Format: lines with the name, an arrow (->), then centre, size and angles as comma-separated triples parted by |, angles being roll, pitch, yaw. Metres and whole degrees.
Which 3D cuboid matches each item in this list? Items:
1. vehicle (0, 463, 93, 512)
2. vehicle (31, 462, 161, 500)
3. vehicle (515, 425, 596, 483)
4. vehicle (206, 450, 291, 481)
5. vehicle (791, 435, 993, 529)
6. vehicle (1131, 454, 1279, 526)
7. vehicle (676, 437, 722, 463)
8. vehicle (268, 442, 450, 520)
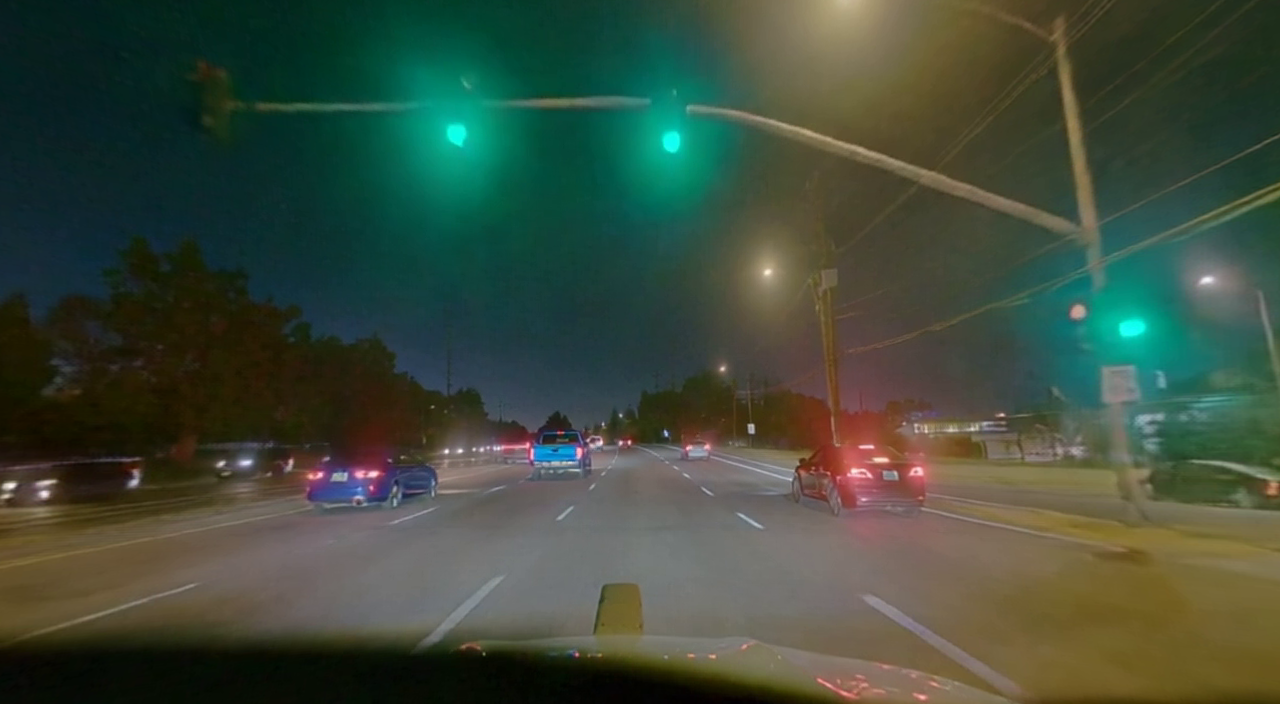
vehicle -> -21.288, 4.516, 21.193 | 1.855, 1.457, 4.533 | 0, -9, -1
vehicle -> -24.669, 5.837, 28.926 | 1.916, 1.471, 4.574 | 0, -9, -1
vehicle -> -3.139, 4.018, 25.055 | 2.467, 1.991, 6.089 | 0, -9, -1
vehicle -> -28.133, 8.151, 45.716 | 2.218, 2.034, 6.104 | 0, -9, 0
vehicle -> 4.482, 2.362, 12.156 | 1.840, 1.428, 4.602 | 0, -9, -2
vehicle -> 16.519, 3.735, 17.716 | 2.002, 1.681, 4.507 | -1, -9, 3
vehicle -> 3.474, 5.886, 38.093 | 2.071, 1.435, 4.226 | 0, -9, -4
vehicle -> -6.238, 2.881, 14.795 | 2.035, 1.497, 4.723 | 0, -9, 1
